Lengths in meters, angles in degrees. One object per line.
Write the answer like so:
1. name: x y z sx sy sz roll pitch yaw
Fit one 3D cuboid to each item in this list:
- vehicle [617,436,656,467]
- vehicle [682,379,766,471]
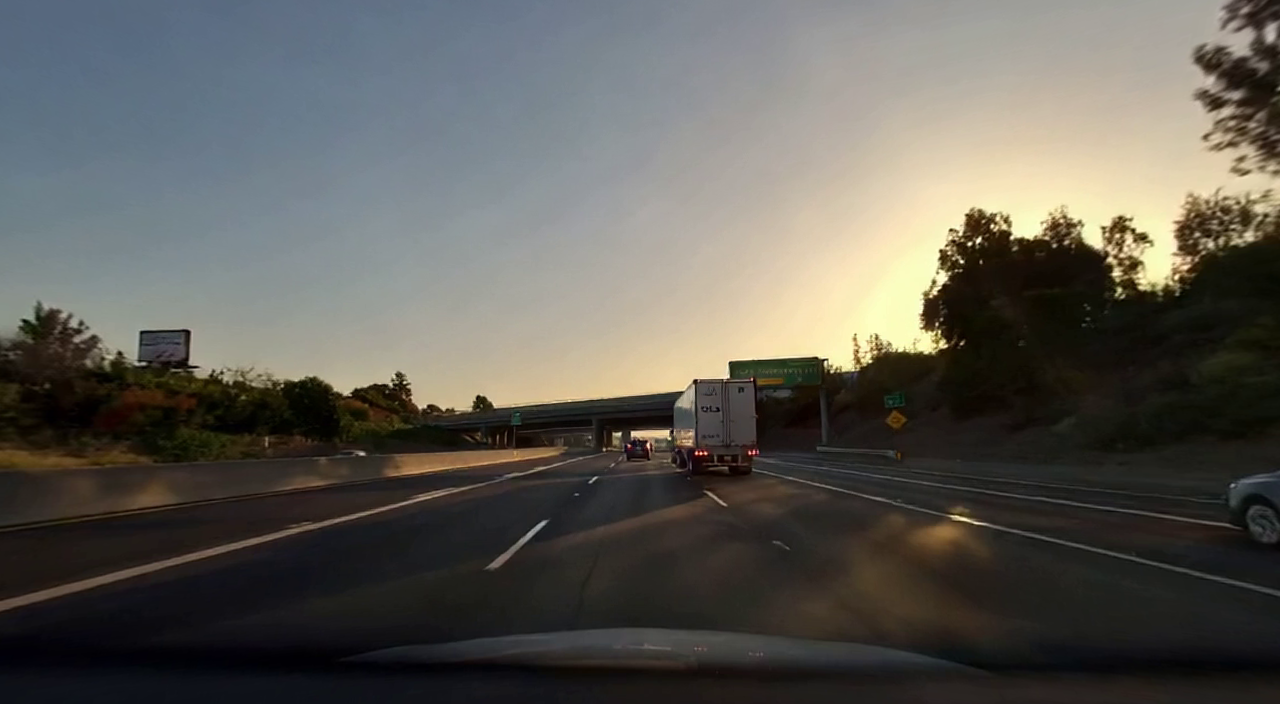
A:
1. vehicle: -0.180 5.603 35.595 2.050 1.654 4.192 0 -8 0
2. vehicle: 4.084 3.990 33.170 3.014 4.068 10.359 0 -8 0
